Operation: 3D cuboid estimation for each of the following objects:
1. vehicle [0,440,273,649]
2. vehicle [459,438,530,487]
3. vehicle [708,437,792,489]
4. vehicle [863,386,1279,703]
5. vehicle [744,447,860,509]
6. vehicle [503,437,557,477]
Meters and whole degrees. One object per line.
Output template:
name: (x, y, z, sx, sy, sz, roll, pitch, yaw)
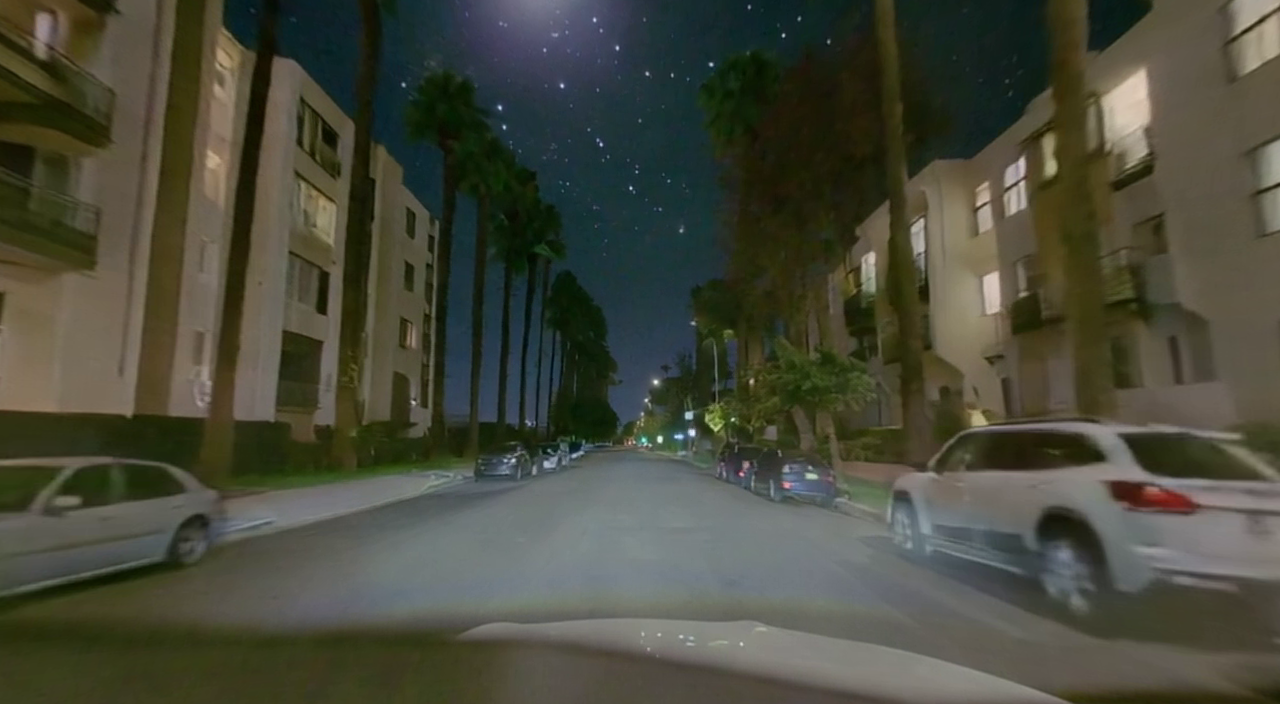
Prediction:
vehicle: (-5.717, 1.593, 5.845, 1.949, 1.512, 4.783, 0, -9, -3)
vehicle: (-5.874, 4.482, 26.078, 1.947, 1.806, 4.413, 1, -8, -1)
vehicle: (4.071, 4.190, 24.278, 2.201, 1.787, 5.007, 0, -8, -1)
vehicle: (4.167, 1.452, 5.981, 2.089, 1.783, 5.138, 0, -8, -2)
vehicle: (4.283, 3.373, 17.527, 1.909, 1.449, 4.513, 0, -8, -2)
vehicle: (-5.630, 5.407, 32.871, 2.087, 1.896, 4.554, 0, -8, -2)
